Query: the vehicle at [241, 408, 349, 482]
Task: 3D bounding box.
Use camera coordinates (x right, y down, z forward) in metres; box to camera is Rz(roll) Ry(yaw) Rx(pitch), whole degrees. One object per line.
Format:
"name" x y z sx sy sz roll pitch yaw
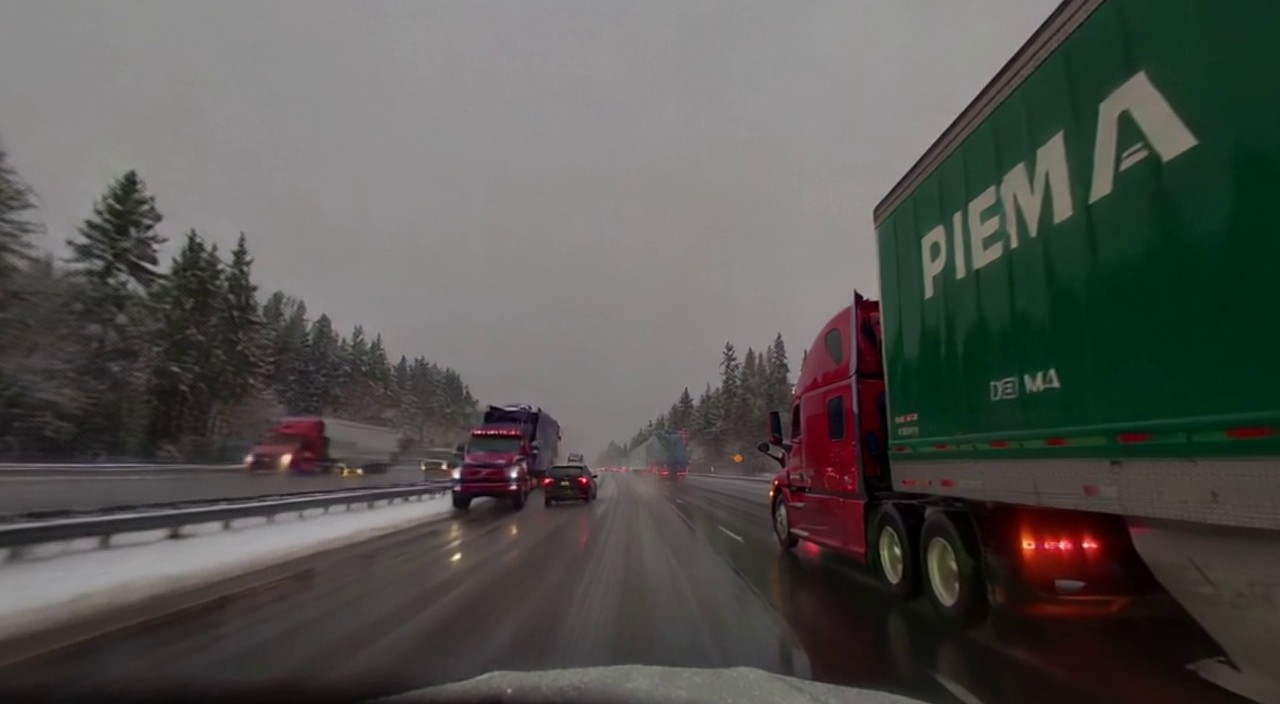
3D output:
"vehicle" -20.091 5.600 37.201 2.892 3.957 6.081 1 -11 -2

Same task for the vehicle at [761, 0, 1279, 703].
"vehicle" 3.888 0.322 4.805 2.856 4.040 14.009 1 -11 -1

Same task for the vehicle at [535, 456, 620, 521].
"vehicle" -1.660 3.922 18.442 2.010 1.580 4.949 1 -11 0

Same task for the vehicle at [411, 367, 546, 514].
"vehicle" -5.068 3.017 21.022 3.099 4.220 5.196 1 -10 -1
